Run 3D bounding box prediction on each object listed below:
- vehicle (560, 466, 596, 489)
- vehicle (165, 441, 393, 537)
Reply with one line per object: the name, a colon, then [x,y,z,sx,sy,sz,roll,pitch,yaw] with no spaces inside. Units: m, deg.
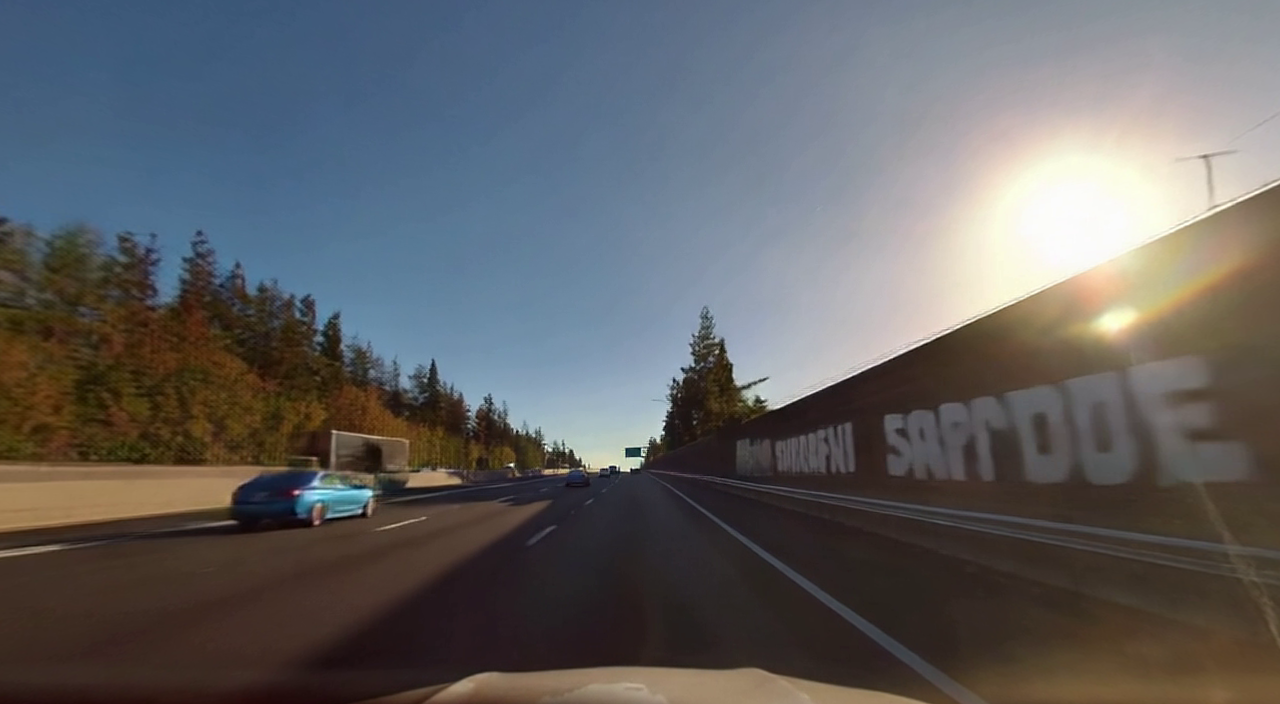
vehicle: [-4.064,8.288,41.707,1.941,1.437,3.829,1,-10,0]
vehicle: [-7.191,2.800,13.276,2.124,1.630,4.416,1,-10,0]
